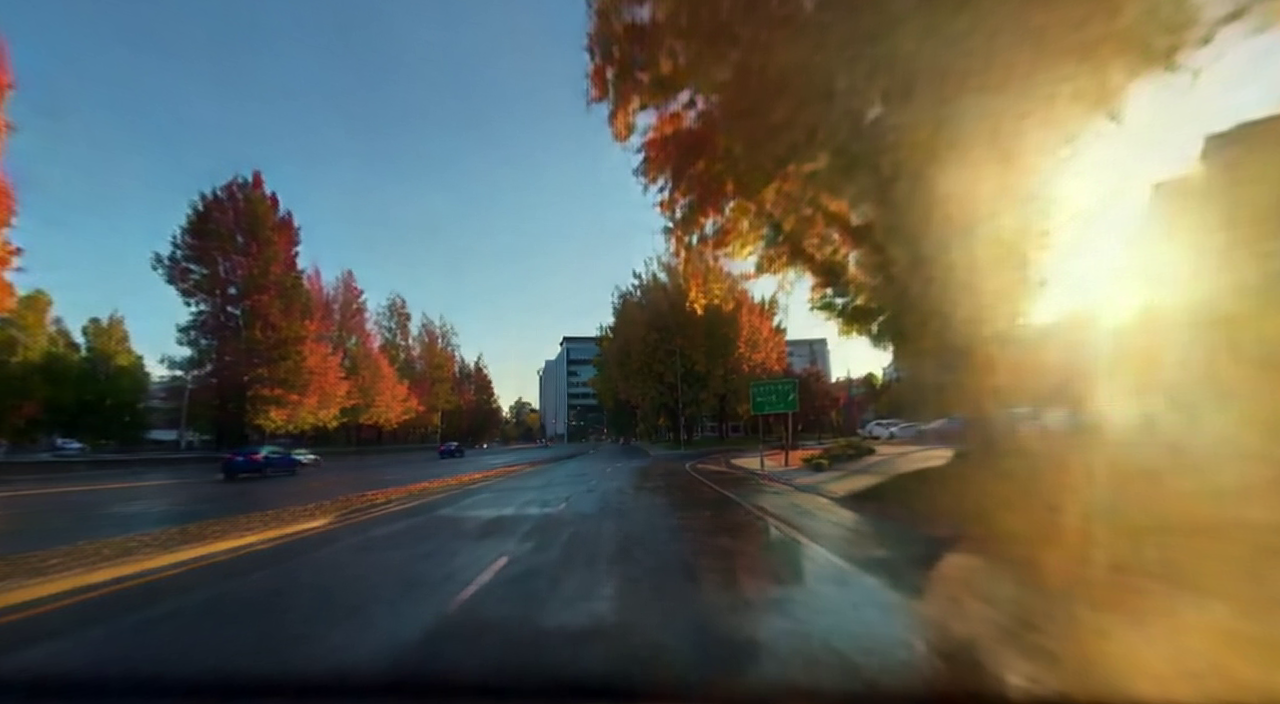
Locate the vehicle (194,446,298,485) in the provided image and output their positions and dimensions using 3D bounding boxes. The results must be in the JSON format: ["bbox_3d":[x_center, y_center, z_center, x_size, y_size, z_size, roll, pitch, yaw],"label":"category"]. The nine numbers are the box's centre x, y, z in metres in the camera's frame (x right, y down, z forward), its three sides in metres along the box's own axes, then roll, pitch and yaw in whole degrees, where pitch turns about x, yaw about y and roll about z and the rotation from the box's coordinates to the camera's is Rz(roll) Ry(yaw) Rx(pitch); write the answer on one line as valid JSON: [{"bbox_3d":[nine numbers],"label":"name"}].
[{"bbox_3d":[-18.844,5.410,30.432,2.086,1.706,4.412,0,-9,1],"label":"vehicle"}]

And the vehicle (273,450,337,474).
[{"bbox_3d":[-22.863,7.477,43.151,1.903,1.510,4.569,0,-9,0],"label":"vehicle"}]
